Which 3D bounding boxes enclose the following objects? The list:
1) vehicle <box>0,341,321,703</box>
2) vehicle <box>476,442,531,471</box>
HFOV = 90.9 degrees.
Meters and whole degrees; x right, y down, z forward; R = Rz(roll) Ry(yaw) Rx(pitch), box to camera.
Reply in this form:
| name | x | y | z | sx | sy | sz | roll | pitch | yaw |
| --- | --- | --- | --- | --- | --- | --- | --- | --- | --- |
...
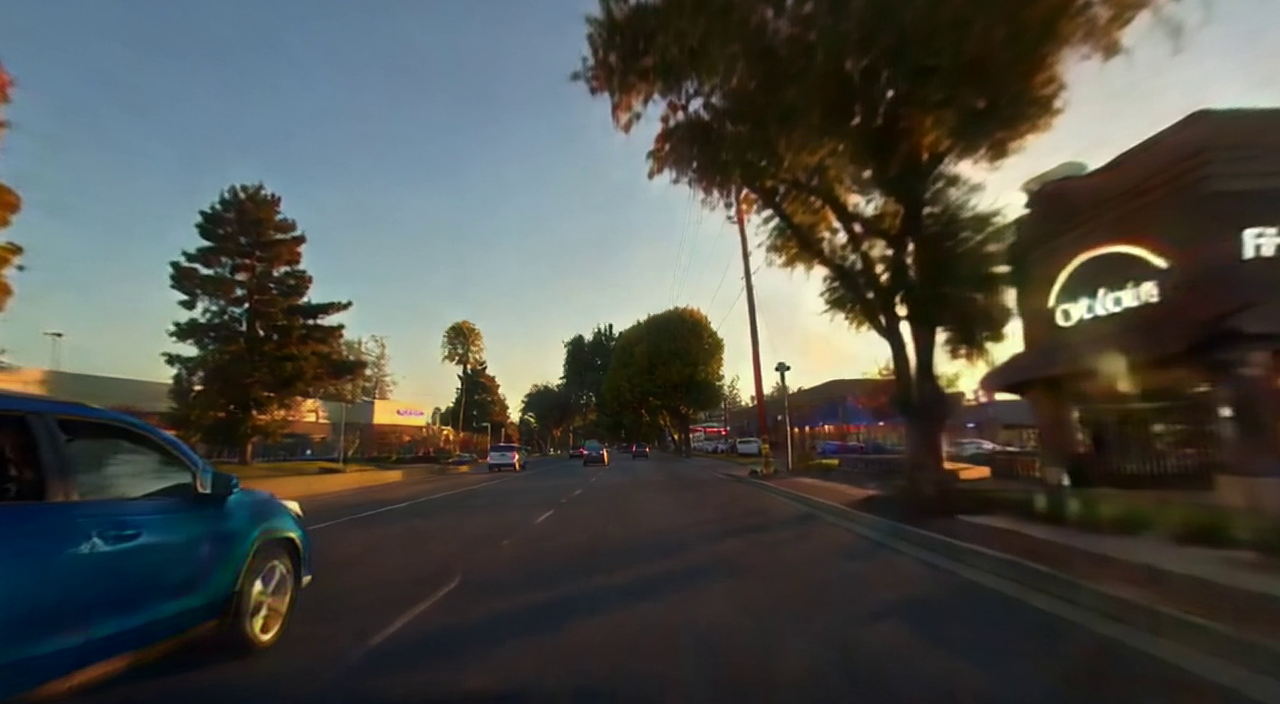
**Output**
| name | x | y | z | sx | sy | sz | roll | pitch | yaw |
| --- | --- | --- | --- | --- | --- | --- | --- | --- | --- |
| vehicle | -3.312 | 0.807 | 2.265 | 2.127 | 1.654 | 4.121 | 0 | -8 | 0 |
| vehicle | -7.465 | 5.740 | 34.927 | 1.990 | 1.483 | 4.410 | 0 | -8 | 1 |
